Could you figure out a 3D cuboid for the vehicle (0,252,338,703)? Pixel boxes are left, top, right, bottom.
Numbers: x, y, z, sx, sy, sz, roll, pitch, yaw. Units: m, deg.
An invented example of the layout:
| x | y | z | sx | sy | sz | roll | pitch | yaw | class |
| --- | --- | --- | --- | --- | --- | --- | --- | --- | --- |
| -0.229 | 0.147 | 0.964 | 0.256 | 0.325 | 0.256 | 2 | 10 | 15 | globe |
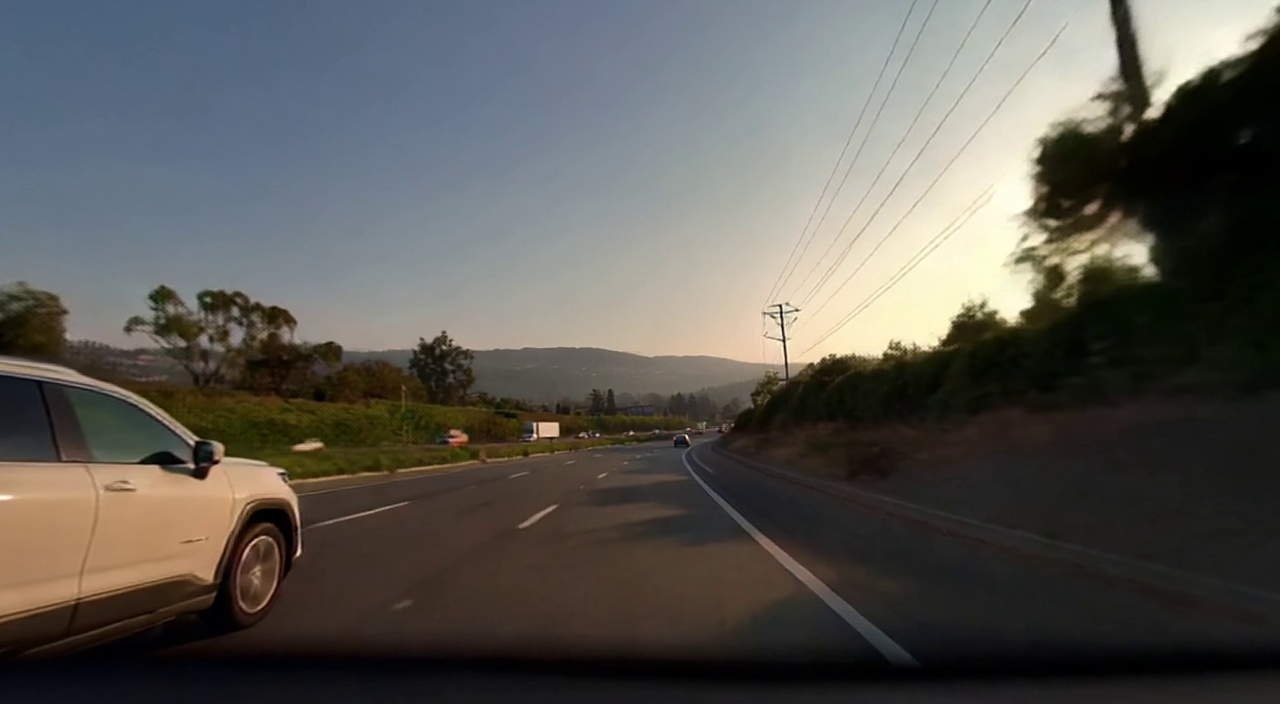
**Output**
| x | y | z | sx | sy | sz | roll | pitch | yaw | class |
| --- | --- | --- | --- | --- | --- | --- | --- | --- | --- |
| -3.437 | 0.615 | 2.259 | 2.136 | 1.975 | 5.037 | 0 | -8 | 1 | vehicle |
